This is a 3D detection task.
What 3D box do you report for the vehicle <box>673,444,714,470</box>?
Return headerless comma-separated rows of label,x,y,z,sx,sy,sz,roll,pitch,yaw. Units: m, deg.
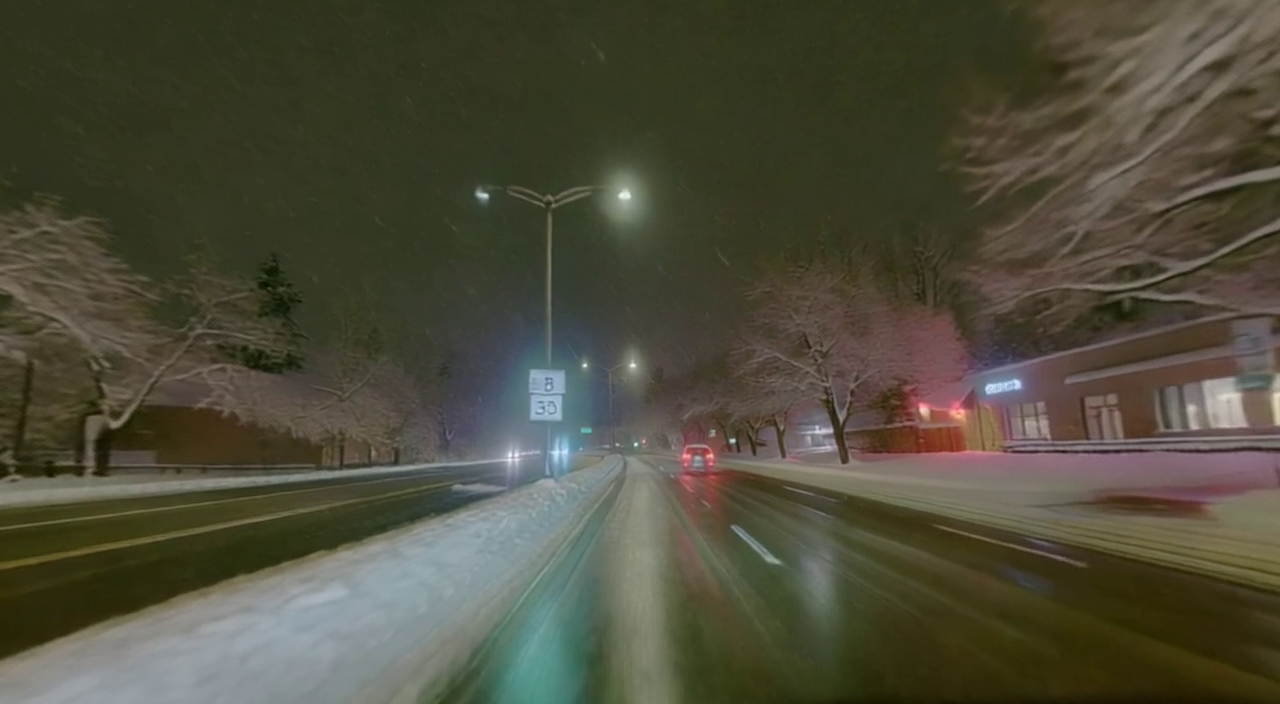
vehicle,3.276,6.486,39.177,2.015,1.479,4.444,0,-9,-2
